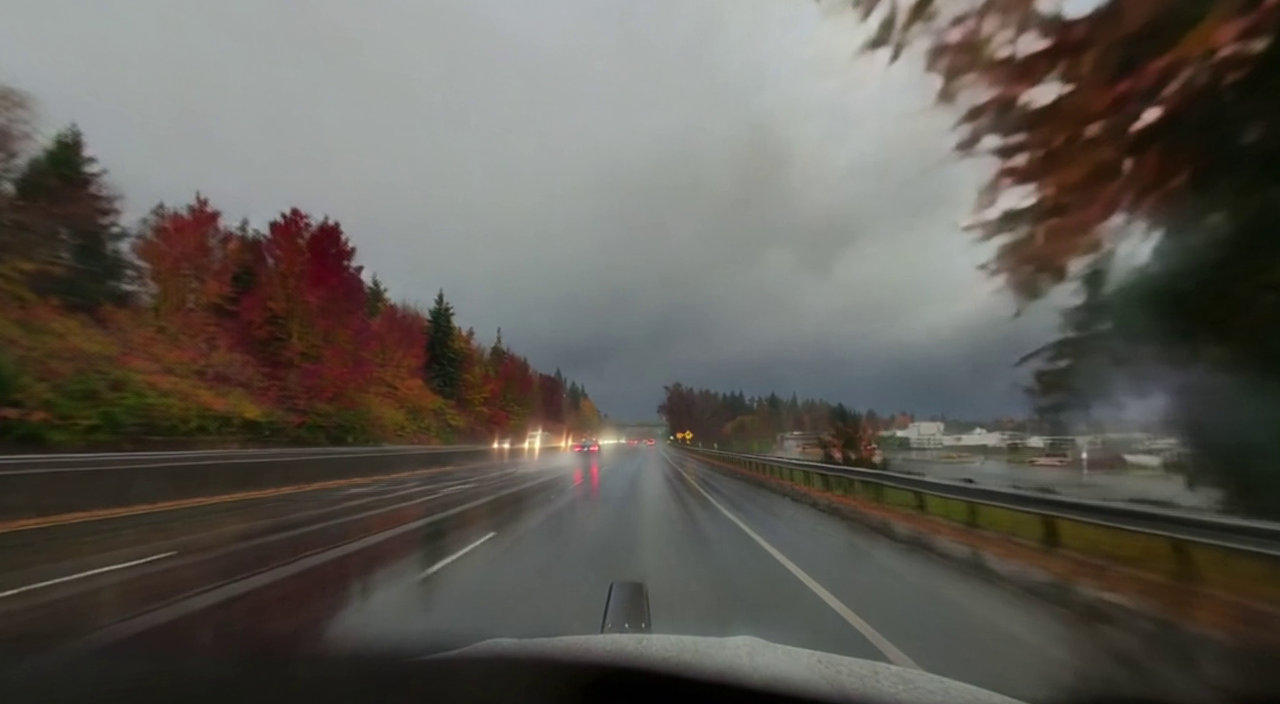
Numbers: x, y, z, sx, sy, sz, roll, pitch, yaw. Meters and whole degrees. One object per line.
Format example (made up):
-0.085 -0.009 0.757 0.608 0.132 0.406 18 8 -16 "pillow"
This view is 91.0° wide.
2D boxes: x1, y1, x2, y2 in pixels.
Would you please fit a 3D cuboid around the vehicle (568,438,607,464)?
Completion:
-3.447 6.566 41.844 2.123 1.643 4.479 0 -8 1 "vehicle"
